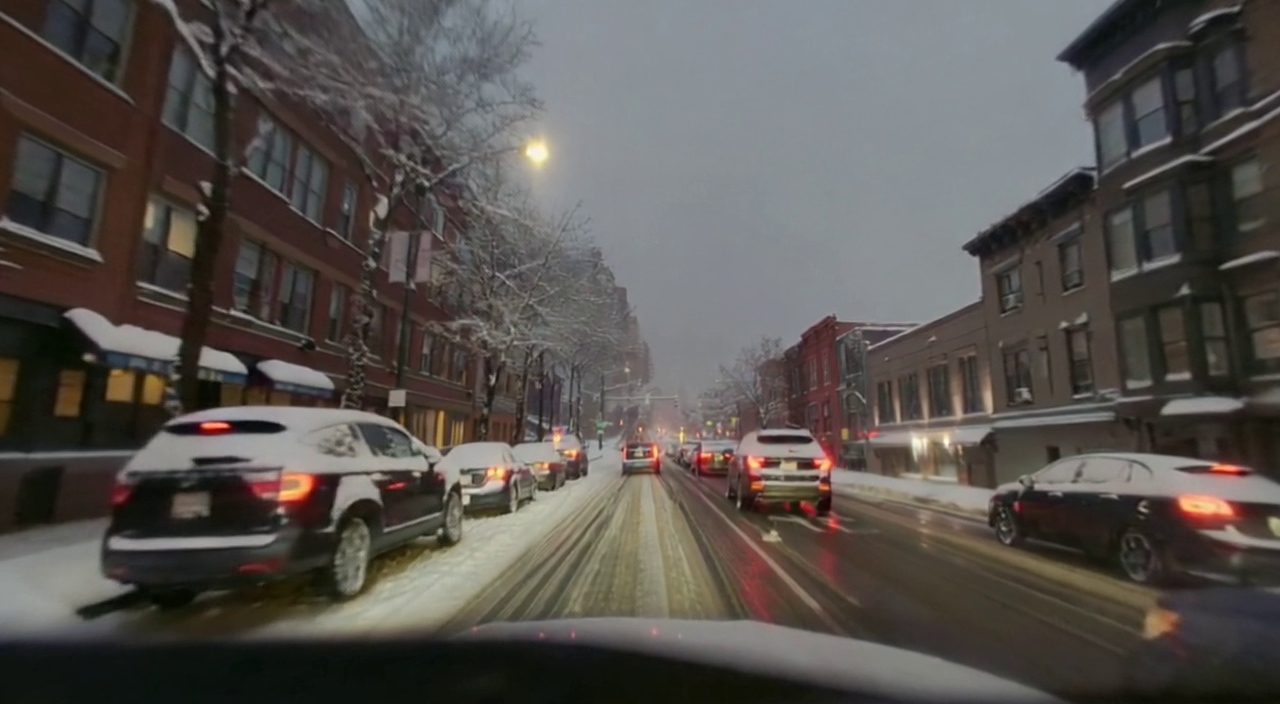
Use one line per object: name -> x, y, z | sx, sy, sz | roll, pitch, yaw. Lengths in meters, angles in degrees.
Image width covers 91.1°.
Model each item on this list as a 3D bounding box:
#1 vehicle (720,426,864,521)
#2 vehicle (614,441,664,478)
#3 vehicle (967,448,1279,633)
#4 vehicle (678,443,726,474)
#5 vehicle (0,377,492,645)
vehicle -> 3.076, 2.571, 13.855 | 2.002, 1.707, 4.547 | 0, -8, 0
vehicle -> -0.036, 4.659, 27.513 | 2.007, 1.460, 3.923 | 0, -8, 0
vehicle -> 6.125, 2.030, 7.811 | 1.913, 1.624, 4.116 | -1, -8, 1
vehicle -> 3.139, 5.478, 32.550 | 1.966, 1.475, 4.528 | 0, -8, 0
vehicle -> -3.410, 1.484, 7.091 | 2.142, 1.832, 5.373 | 0, -8, 0
